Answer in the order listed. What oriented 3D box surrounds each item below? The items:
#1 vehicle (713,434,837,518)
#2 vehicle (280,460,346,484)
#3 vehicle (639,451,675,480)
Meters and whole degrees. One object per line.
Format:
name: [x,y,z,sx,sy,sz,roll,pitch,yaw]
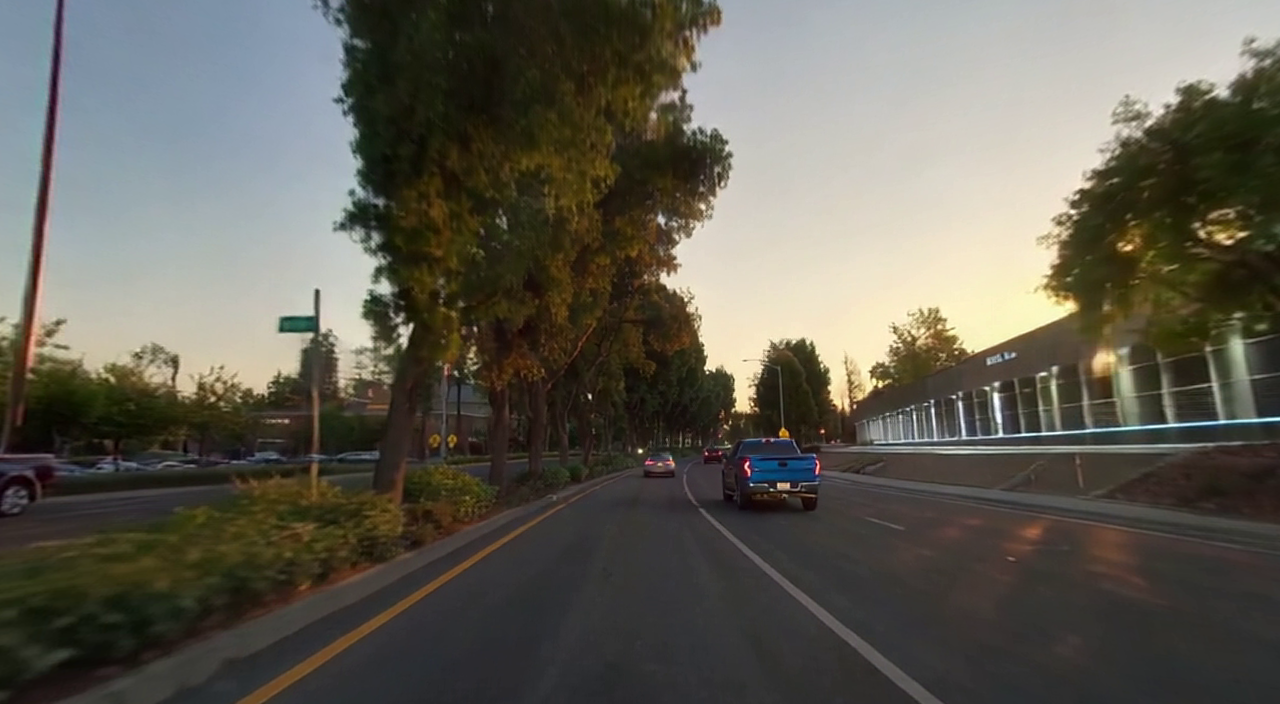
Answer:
vehicle: [3.482,3.333,17.587,2.367,1.919,5.651,0,-9,2]
vehicle: [-23.375,8.565,45.186,1.890,1.519,4.431,-1,-9,8]
vehicle: [1.050,6.534,36.490,1.968,1.521,4.262,0,-9,3]
